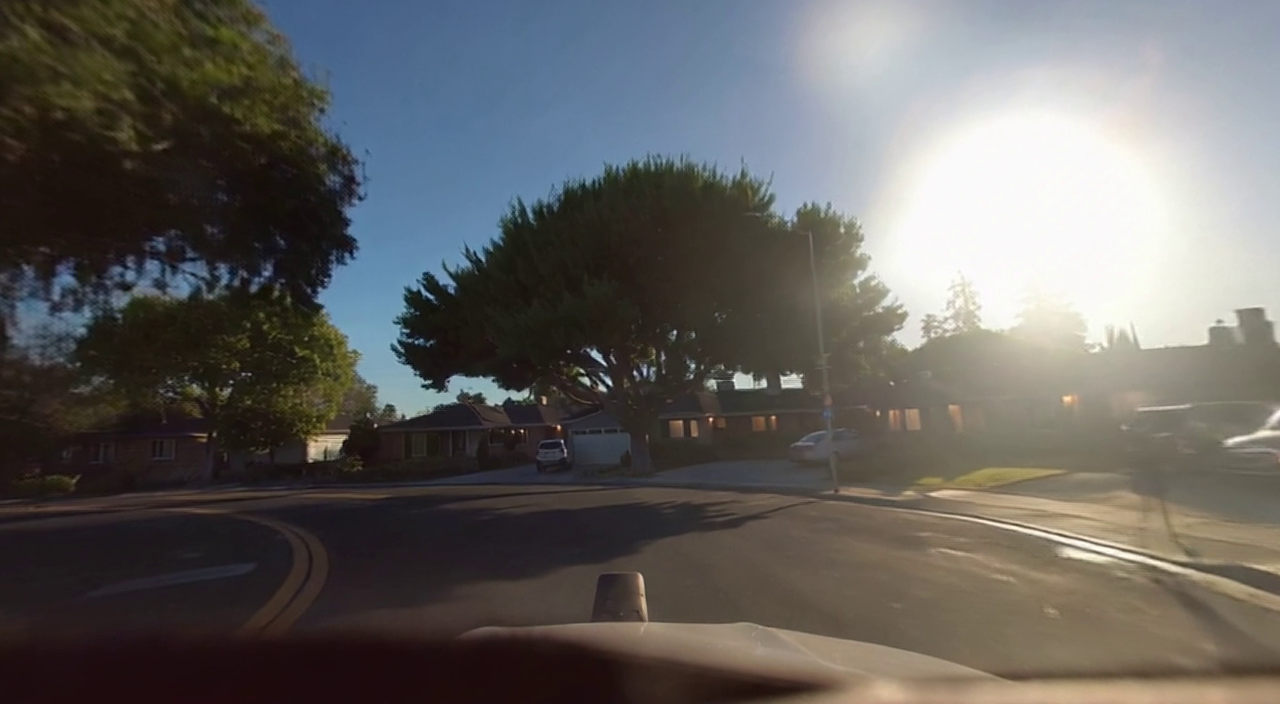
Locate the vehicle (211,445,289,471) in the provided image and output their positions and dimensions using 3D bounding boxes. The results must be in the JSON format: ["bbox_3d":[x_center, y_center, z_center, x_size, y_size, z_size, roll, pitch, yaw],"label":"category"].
[{"bbox_3d":[-23.344,6.325,38.022,1.933,1.477,4.361,0,-8,0],"label":"vehicle"}]

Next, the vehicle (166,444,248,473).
[{"bbox_3d":[-25.988,6.361,38.067,2.042,1.633,4.132,0,-8,-1],"label":"vehicle"}]

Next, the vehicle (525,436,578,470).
[{"bbox_3d":[-4.414,5.084,32.130,1.819,1.442,4.329,-1,-6,3],"label":"vehicle"}]

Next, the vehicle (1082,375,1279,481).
[{"bbox_3d":[12.302,1.509,13.257,4.291,1.648,2.128,-7,-6,1],"label":"vehicle"}]

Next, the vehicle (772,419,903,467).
[{"bbox_3d":[7.840,3.553,25.013,4.799,1.451,2.144,-1,-7,-30],"label":"vehicle"}]
